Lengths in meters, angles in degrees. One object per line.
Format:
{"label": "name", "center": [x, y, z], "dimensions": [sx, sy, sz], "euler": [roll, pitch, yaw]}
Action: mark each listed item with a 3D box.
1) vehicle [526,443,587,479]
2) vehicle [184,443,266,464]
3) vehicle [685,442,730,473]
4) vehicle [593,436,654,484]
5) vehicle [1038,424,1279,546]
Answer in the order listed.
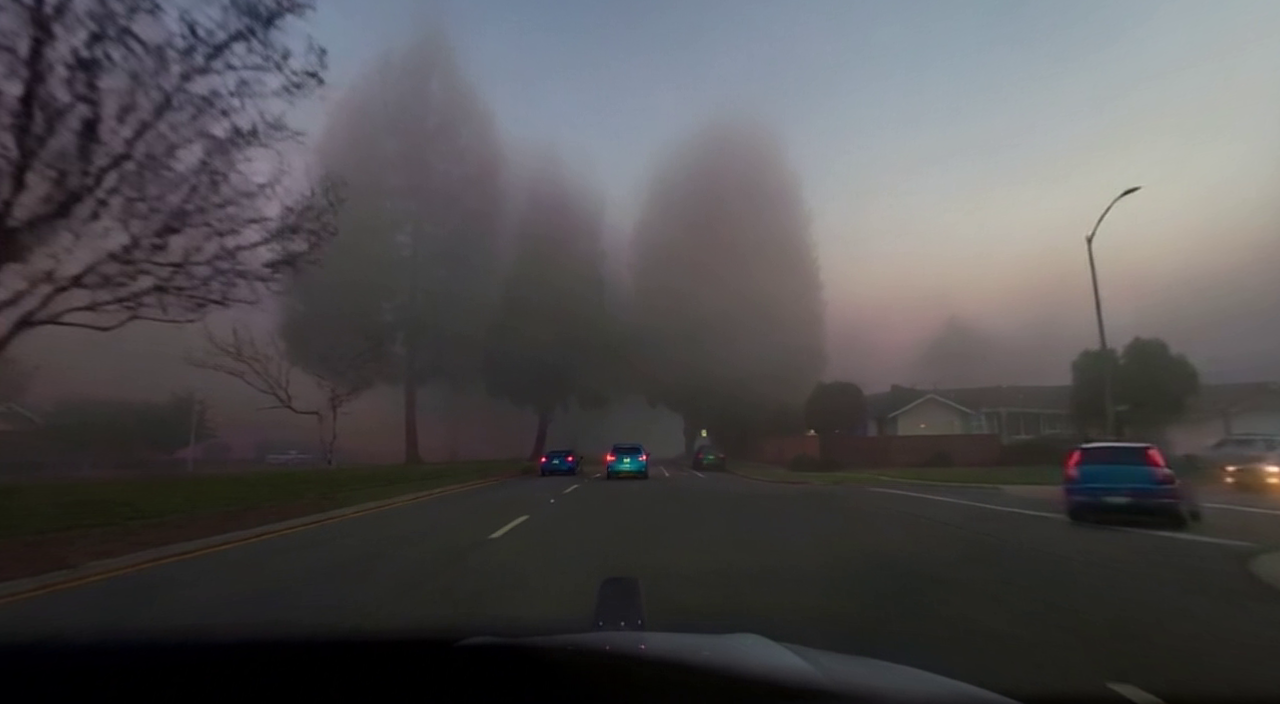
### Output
{"label": "vehicle", "center": [-3.600, 4.785, 27.893], "dimensions": [2.032, 1.433, 4.458], "euler": [0, -8, 1]}
{"label": "vehicle", "center": [-32.325, 7.905, 48.991], "dimensions": [4.891, 1.538, 2.059], "euler": [0, -9, 0]}
{"label": "vehicle", "center": [4.040, 6.384, 38.405], "dimensions": [2.332, 1.769, 4.518], "euler": [0, -8, 0]}
{"label": "vehicle", "center": [-0.569, 4.258, 25.076], "dimensions": [2.220, 1.742, 4.047], "euler": [0, -8, 1]}
{"label": "vehicle", "center": [9.479, 2.175, 10.961], "dimensions": [4.820, 1.677, 2.192], "euler": [5, -10, -31]}
